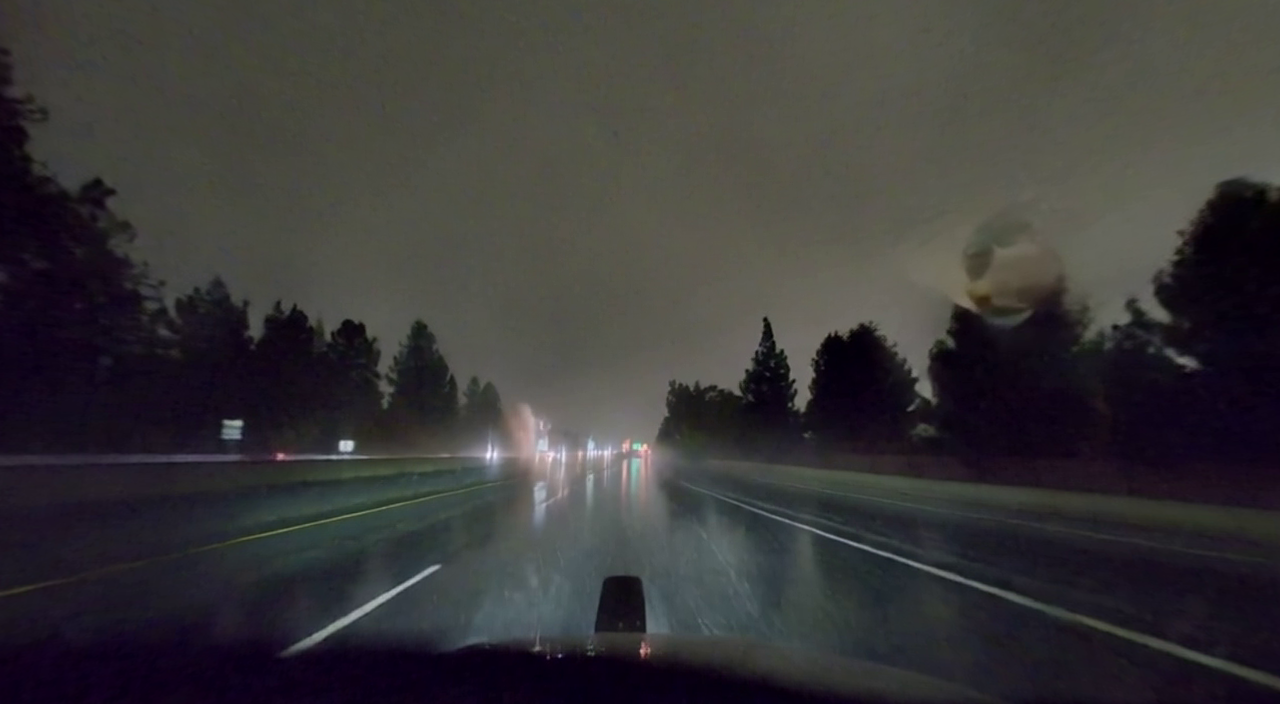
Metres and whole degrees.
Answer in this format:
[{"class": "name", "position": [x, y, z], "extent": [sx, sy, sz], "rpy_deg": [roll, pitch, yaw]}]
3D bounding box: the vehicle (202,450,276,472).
[{"class": "vehicle", "position": [-30.759, 8.357, 48.555], "extent": [2.132, 1.559, 4.391], "rpy_deg": [-3, -9, 16]}]
